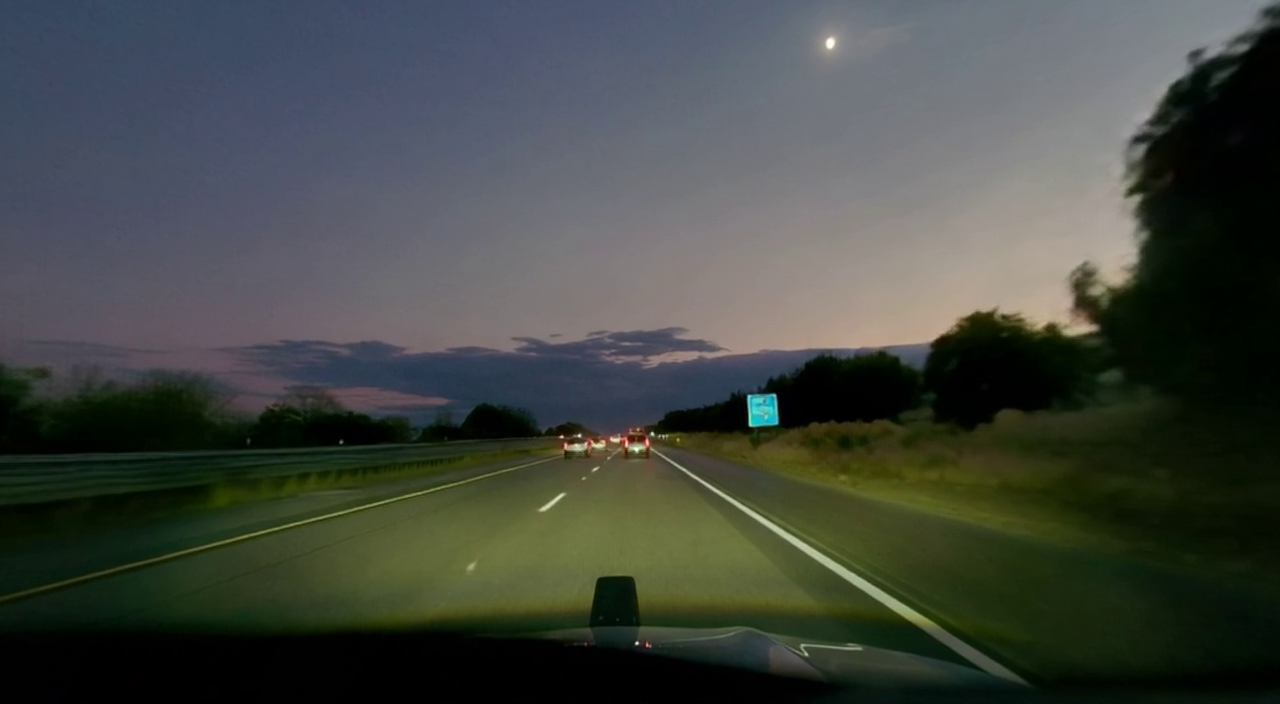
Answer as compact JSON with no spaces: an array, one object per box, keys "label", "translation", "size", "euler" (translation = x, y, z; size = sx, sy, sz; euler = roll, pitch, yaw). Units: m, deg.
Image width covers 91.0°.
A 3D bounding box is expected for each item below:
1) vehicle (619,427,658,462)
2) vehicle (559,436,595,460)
[{"label":"vehicle","translation":[-0.166,5.609,38.358],"size":[2.223,1.957,4.416],"euler":[0,-8,-2]},{"label":"vehicle","translation":[-4.213,6.463,42.524],"size":[2.062,1.567,4.117],"euler":[0,-8,-1]}]
